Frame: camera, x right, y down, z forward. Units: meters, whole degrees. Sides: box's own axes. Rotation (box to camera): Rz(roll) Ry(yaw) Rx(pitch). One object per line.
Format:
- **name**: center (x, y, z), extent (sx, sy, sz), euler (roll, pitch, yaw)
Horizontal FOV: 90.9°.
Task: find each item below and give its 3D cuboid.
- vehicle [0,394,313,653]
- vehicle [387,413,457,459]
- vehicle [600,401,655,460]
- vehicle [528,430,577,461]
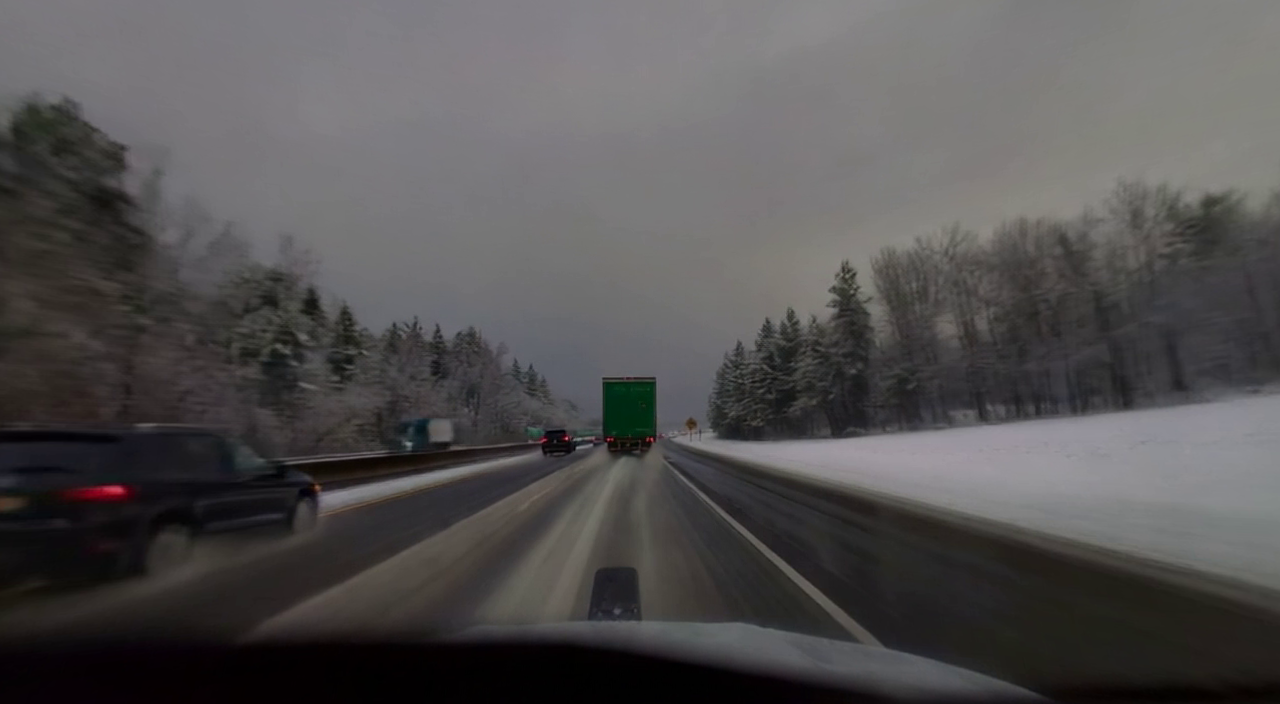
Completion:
- **vehicle**: center (-4.747, 1.229, 5.284), extent (1.909, 1.520, 3.897), euler (0, -8, 0)
- **vehicle**: center (-16.851, 6.566, 49.267), extent (2.645, 3.229, 7.395), euler (0, -8, 1)
- **vehicle**: center (-0.523, 3.416, 27.346), extent (2.319, 2.461, 1.270), euler (0, -8, -1)
- **vehicle**: center (-5.006, 5.443, 36.850), extent (2.138, 1.697, 4.587), euler (0, -8, 1)
